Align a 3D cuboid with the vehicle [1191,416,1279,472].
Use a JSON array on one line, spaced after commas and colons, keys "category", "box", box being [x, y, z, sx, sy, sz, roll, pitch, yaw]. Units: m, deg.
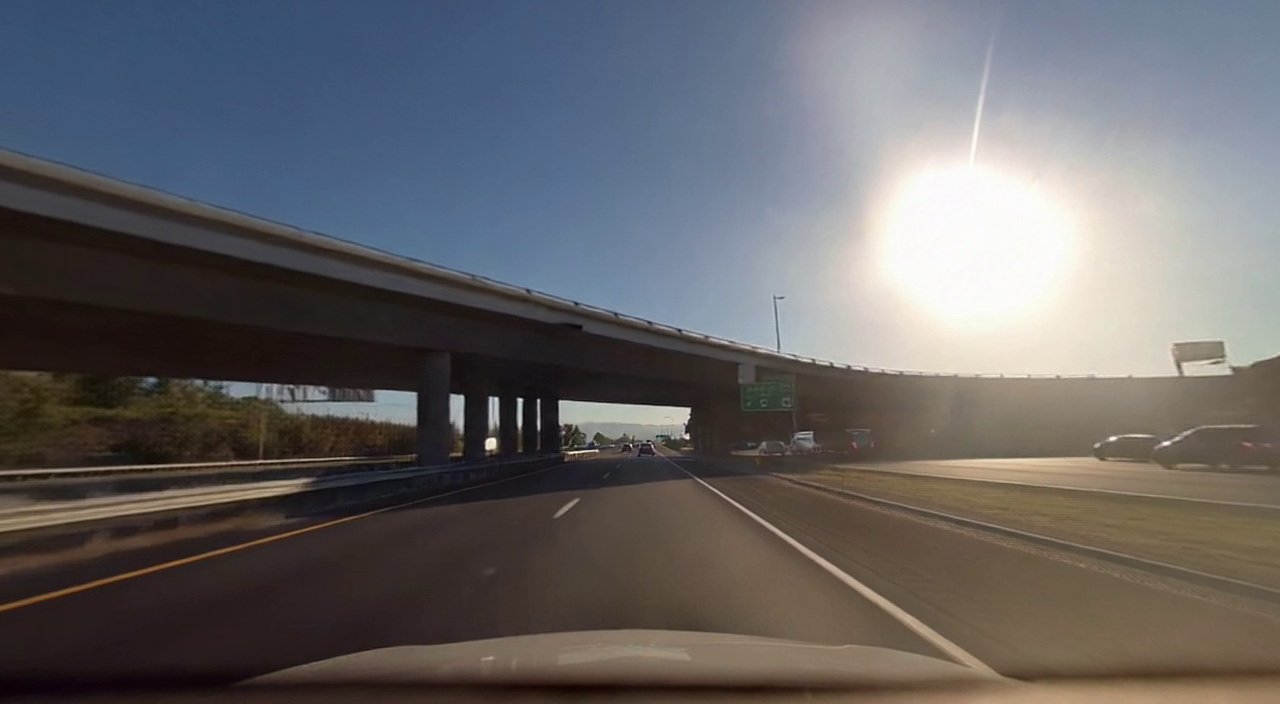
[{"category": "vehicle", "box": [44.164, 6.482, 44.817, 6.064, 3.689, 3.868, -2, -8, 2]}]
